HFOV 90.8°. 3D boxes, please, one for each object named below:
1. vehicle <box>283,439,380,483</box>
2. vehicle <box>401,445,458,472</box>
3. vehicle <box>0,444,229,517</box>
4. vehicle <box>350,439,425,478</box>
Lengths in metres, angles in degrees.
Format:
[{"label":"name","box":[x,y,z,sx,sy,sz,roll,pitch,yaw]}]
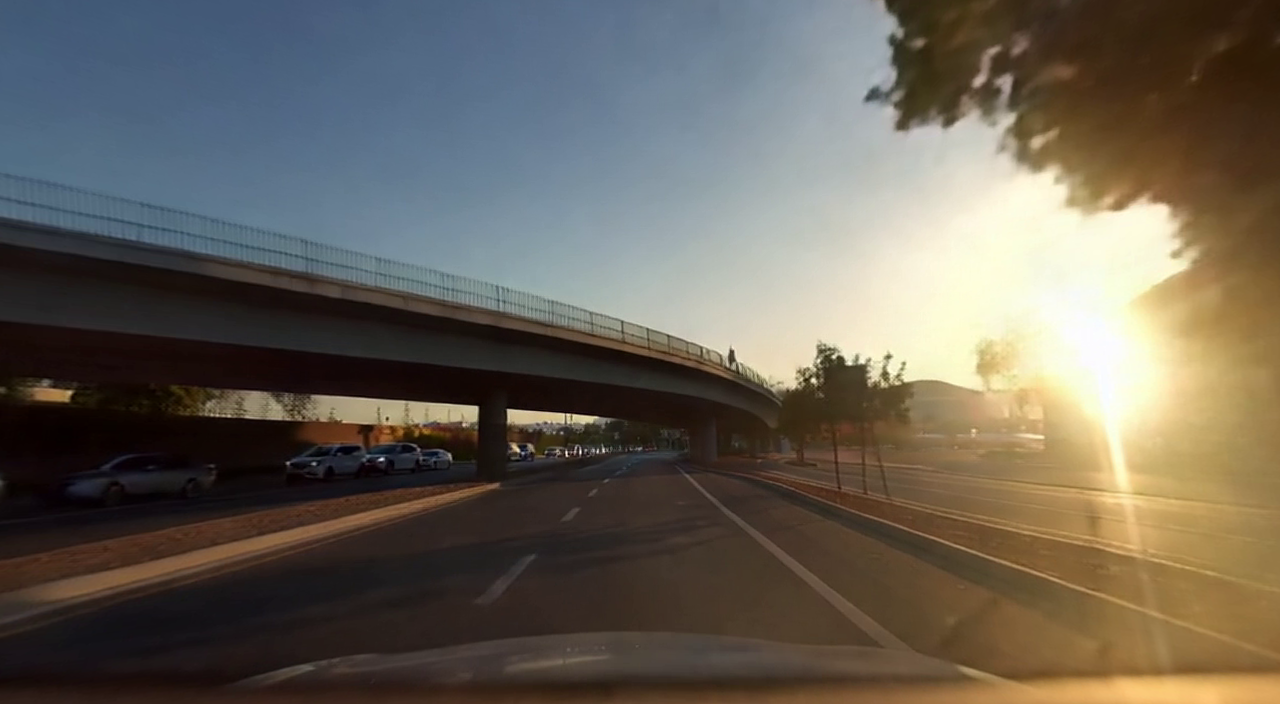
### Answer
[{"label":"vehicle","box":[-13.209,4.699,27.418,1.903,1.703,4.346,1,-9,1]},{"label":"vehicle","box":[-13.078,6.692,39.533,1.847,1.498,4.368,1,-10,2]},{"label":"vehicle","box":[-13.743,3.196,16.483,2.155,1.477,5.369,2,-8,3]},{"label":"vehicle","box":[-13.256,5.601,33.469,1.886,1.801,4.337,2,-8,3]}]
